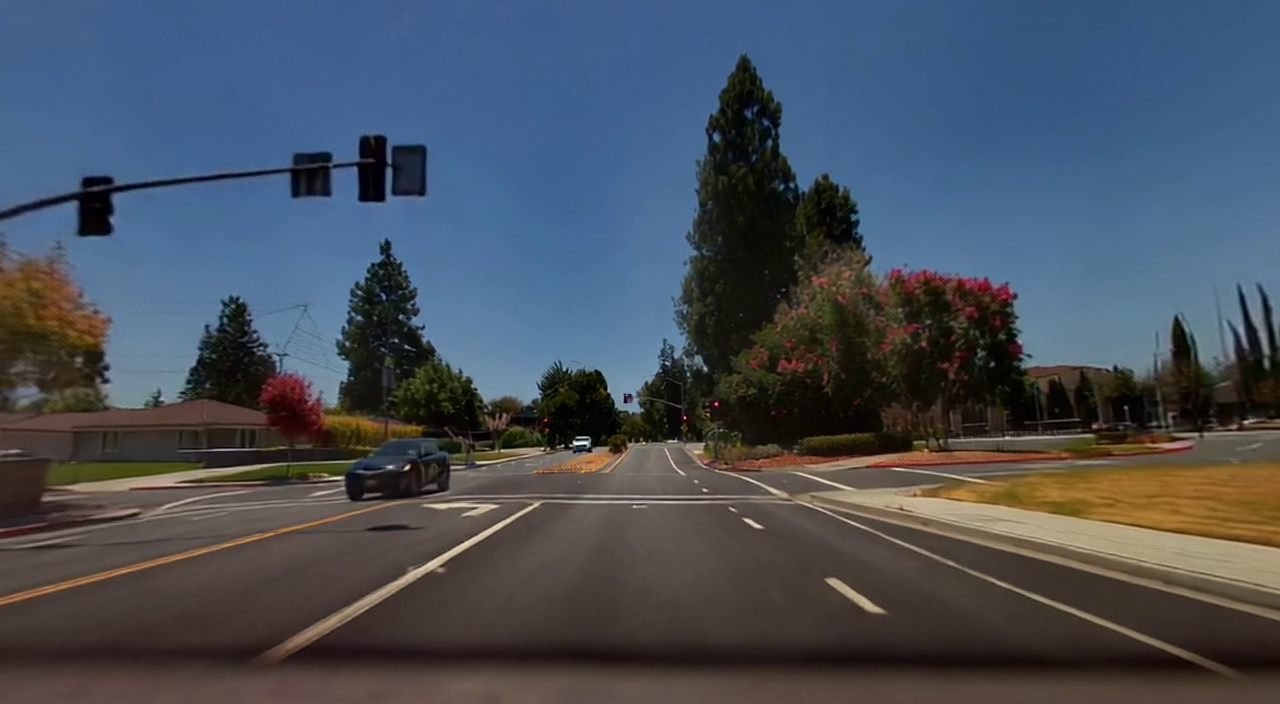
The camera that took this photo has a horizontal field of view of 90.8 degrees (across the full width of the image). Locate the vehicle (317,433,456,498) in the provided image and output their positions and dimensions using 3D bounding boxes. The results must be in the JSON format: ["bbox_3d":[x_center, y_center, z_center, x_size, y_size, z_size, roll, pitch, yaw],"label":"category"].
[{"bbox_3d":[-7.707,3.492,19.913,2.262,1.761,4.966,0,-8,1],"label":"vehicle"}]
